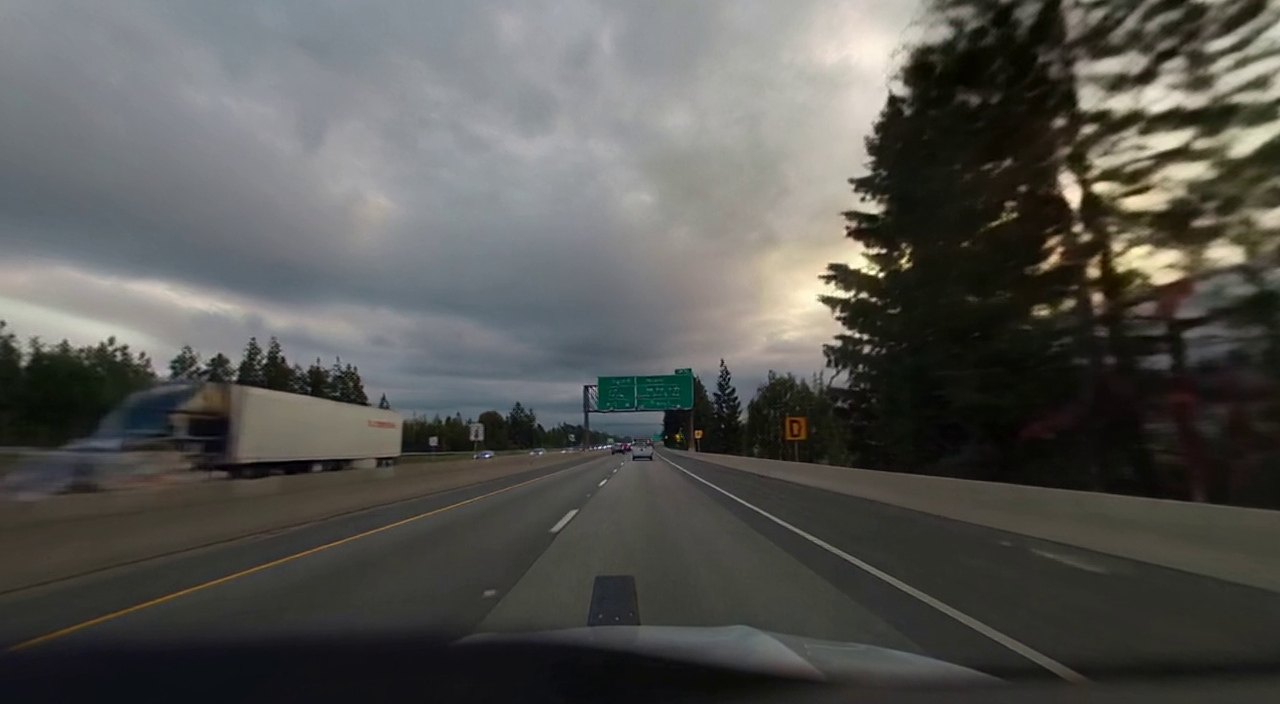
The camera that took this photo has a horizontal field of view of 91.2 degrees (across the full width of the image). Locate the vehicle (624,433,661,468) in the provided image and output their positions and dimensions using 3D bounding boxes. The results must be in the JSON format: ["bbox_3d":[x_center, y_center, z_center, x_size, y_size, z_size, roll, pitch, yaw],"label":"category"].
[{"bbox_3d":[0.205,6.501,41.294,2.268,2.122,4.595,-1,-9,1],"label":"vehicle"}]

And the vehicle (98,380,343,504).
[{"bbox_3d":[-16.160,3.710,25.663,3.002,4.004,10.140,0,-9,0],"label":"vehicle"}]
